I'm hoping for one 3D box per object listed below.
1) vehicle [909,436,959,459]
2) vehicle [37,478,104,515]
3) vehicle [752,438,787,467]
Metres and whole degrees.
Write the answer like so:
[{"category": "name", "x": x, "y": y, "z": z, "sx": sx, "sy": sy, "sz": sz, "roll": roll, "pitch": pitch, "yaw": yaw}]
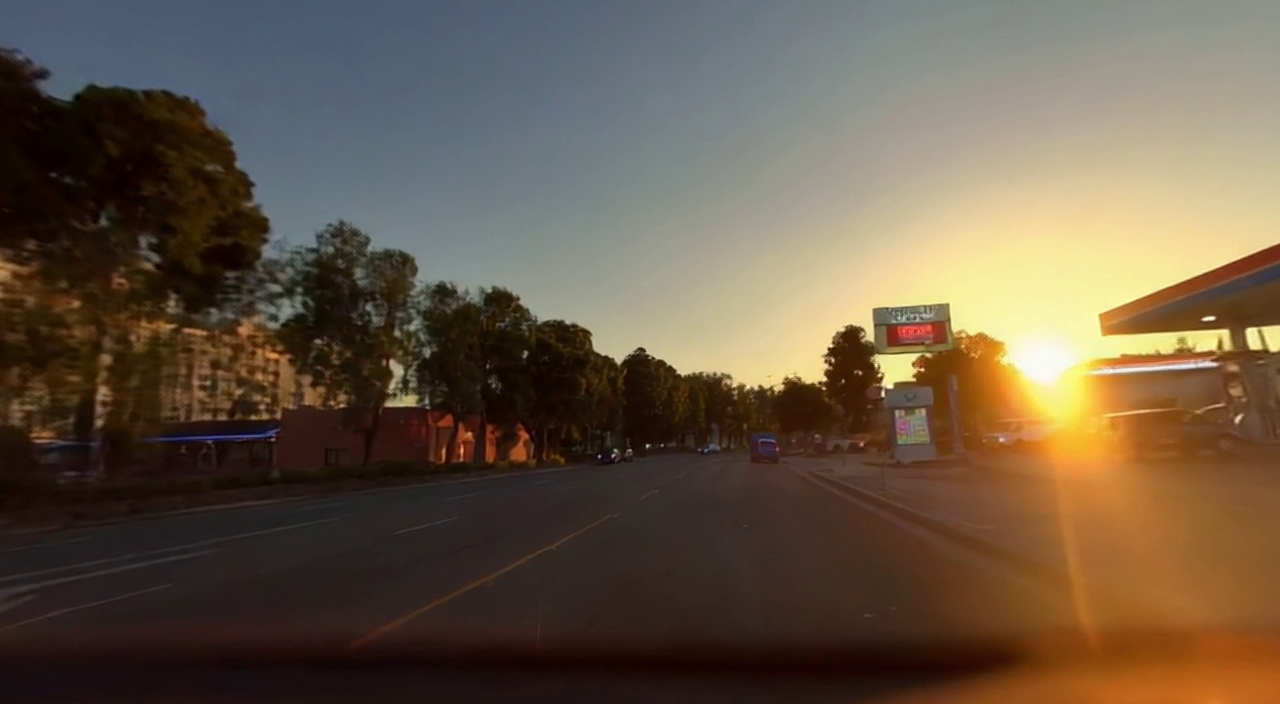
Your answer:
[{"category": "vehicle", "x": 19.418, "y": 6.356, "z": 41.884, "sx": 1.919, "sy": 1.411, "sz": 4.440, "roll": -2, "pitch": -9, "yaw": 10}, {"category": "vehicle", "x": -27.400, "y": 6.878, "z": 30.355, "sx": 4.672, "sy": 1.460, "sz": 1.837, "roll": -9, "pitch": -12, "yaw": 42}, {"category": "vehicle", "x": 9.016, "y": 7.025, "z": 44.367, "sx": 2.194, "sy": 1.896, "sz": 5.049, "roll": -2, "pitch": -9, "yaw": 10}]
